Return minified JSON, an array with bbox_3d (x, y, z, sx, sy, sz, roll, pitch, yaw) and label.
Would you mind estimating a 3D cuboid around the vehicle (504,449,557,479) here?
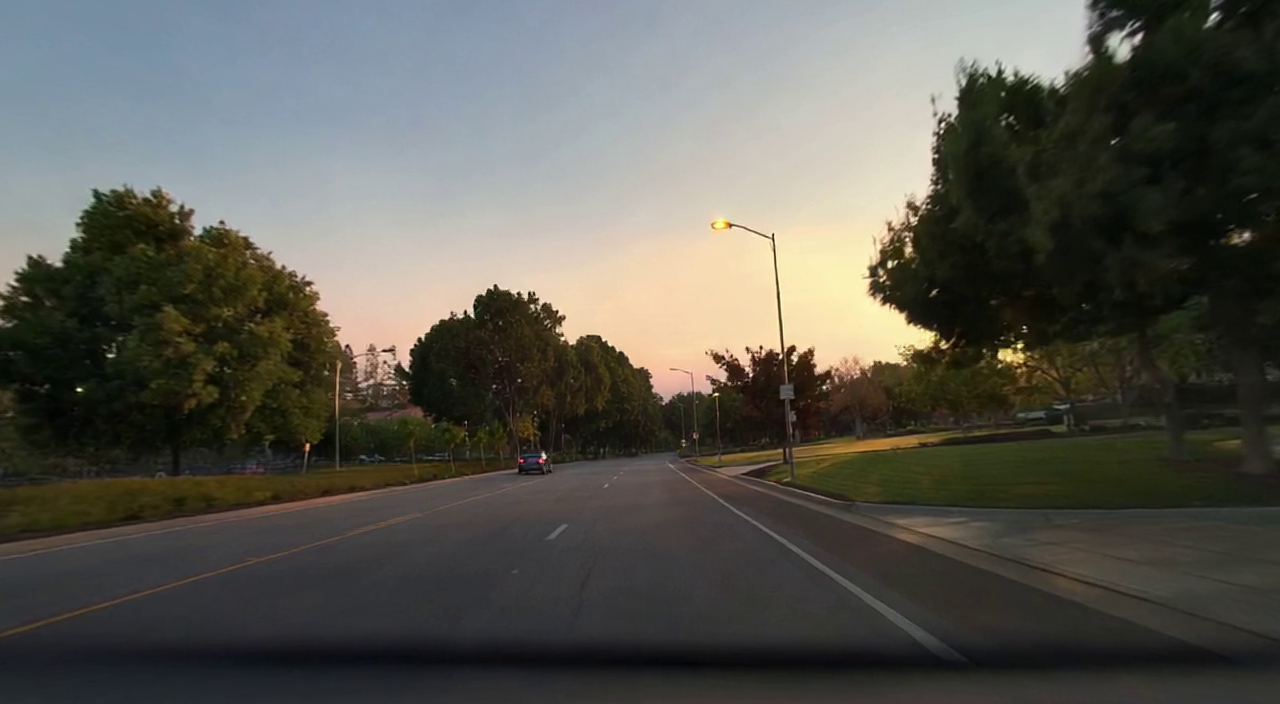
[{"bbox_3d":[-5.882,6.074,34.385,1.945,1.461,4.605,-1,-8,2],"label":"vehicle"}]
